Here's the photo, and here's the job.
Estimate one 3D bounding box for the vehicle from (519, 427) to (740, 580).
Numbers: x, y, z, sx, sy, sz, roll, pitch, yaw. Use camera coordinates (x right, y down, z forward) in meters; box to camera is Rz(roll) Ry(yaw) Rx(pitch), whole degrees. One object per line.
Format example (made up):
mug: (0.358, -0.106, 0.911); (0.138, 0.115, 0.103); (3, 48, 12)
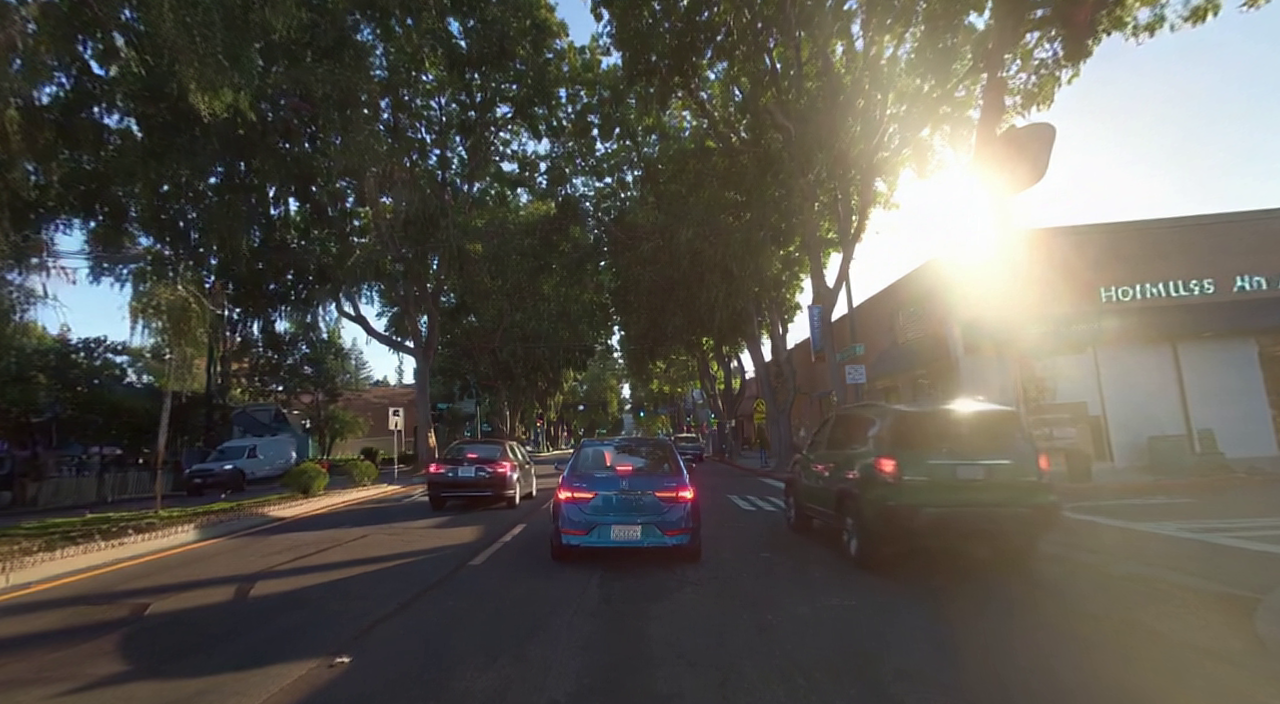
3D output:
vehicle: (-0.114, 1.795, 8.268); (2.160, 1.482, 4.037); (0, -9, 0)

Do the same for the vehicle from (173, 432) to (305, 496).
vehicle: (-19.169, 5.357, 30.618); (2.286, 2.777, 5.926); (0, -9, 2)

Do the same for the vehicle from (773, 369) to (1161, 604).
vehicle: (3.272, 1.472, 7.696); (2.152, 1.987, 4.527); (0, -9, -2)

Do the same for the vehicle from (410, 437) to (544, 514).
vehicle: (-3.463, 2.696, 14.226); (1.905, 1.473, 4.016); (0, -9, 0)
